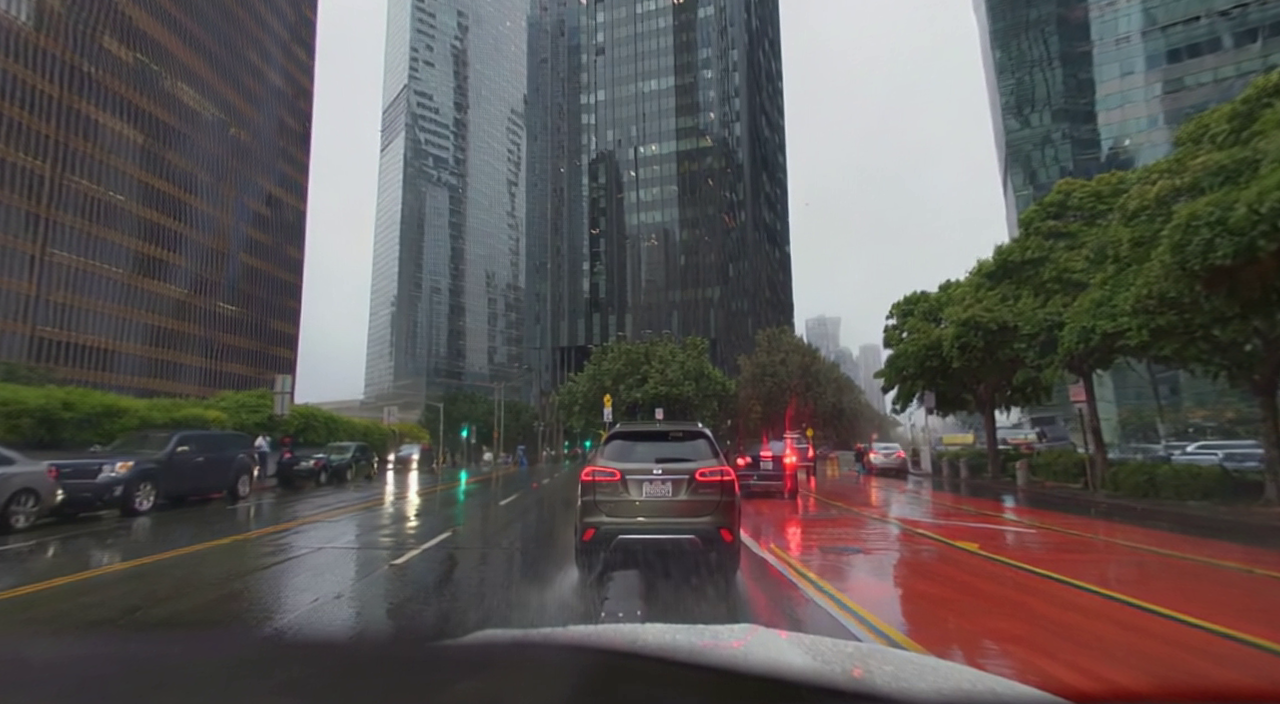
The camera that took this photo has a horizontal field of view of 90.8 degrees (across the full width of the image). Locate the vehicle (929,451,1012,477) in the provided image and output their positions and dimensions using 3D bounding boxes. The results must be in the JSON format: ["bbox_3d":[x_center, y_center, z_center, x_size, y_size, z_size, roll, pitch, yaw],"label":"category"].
[{"bbox_3d":[23.683,7.995,45.330,4.956,1.706,1.822,-6,-10,34],"label":"vehicle"}]

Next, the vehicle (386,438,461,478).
[{"bbox_3d":[-11.640,5.724,34.517,2.338,1.963,5.740,0,-8,-3],"label":"vehicle"}]

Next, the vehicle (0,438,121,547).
[{"bbox_3d":[-9.967,1.972,8.853,1.844,1.524,4.371,0,-8,-4],"label":"vehicle"}]

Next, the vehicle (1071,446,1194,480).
[{"bbox_3d":[31.197,7.020,40.274,5.890,1.996,2.155,-6,-10,35],"label":"vehicle"}]

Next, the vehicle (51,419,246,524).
[{"bbox_3d":[-10.319,2.487,13.635,1.543,1.946,3.454,1,-8,-5],"label":"vehicle"}]

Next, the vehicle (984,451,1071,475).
[{"bbox_3d":[28.320,8.065,46.220,5.153,1.626,1.895,-6,-11,36],"label":"vehicle"}]

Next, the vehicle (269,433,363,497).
[{"bbox_3d":[-10.942,3.809,21.620,1.559,1.973,3.419,0,-8,-4],"label":"vehicle"}]

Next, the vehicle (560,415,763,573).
[{"bbox_3d":[0.280,1.850,9.003,2.192,1.695,4.142,0,-8,1],"label":"vehicle"}]

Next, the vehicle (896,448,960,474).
[{"bbox_3d":[22.766,8.595,49.979,4.211,1.820,2.094,-4,-10,33],"label":"vehicle"}]

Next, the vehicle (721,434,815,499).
[{"bbox_3d":[3.876,3.546,20.021,2.143,1.793,4.763,0,-8,3],"label":"vehicle"}]
